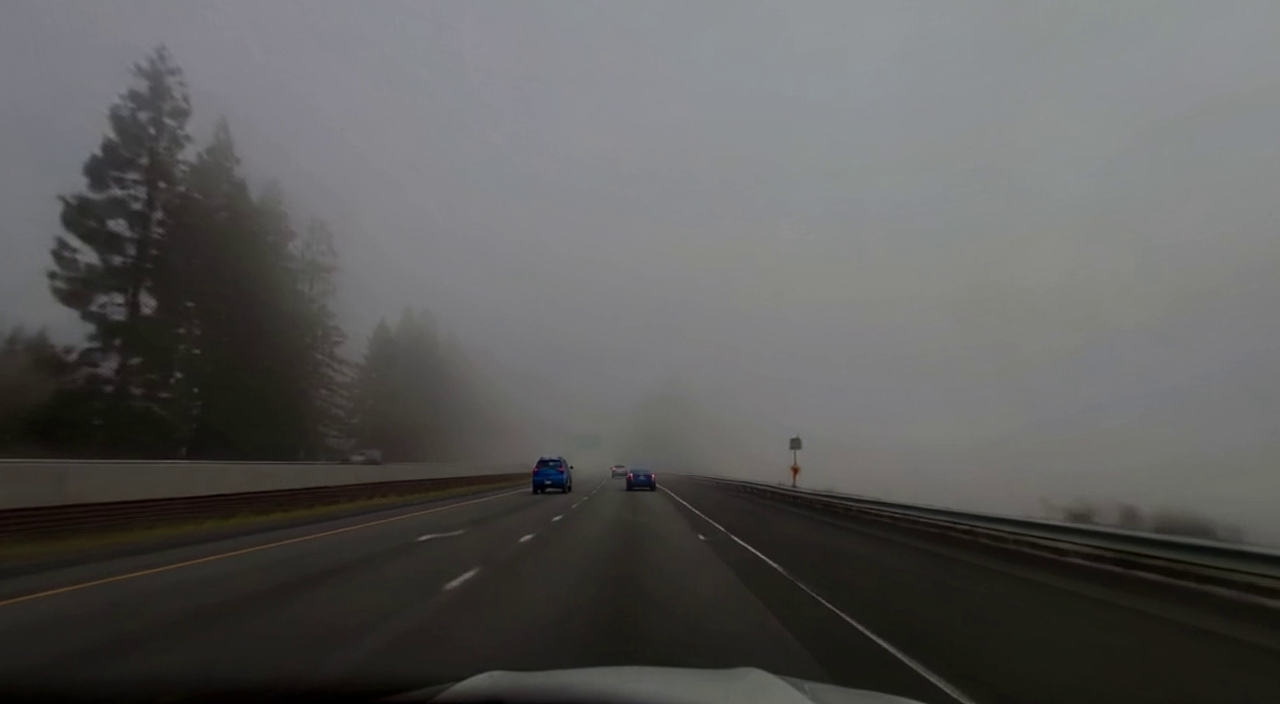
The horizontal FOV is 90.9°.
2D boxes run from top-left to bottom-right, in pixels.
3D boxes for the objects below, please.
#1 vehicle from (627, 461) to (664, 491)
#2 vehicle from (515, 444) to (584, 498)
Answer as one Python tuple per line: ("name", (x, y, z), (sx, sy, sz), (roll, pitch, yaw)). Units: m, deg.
("vehicle", (0.283, 6.976, 35.419), (1.905, 1.559, 3.491), (1, -10, -2))
("vehicle", (-3.825, 5.187, 27.619), (2.237, 2.113, 4.815), (0, -10, 1))
